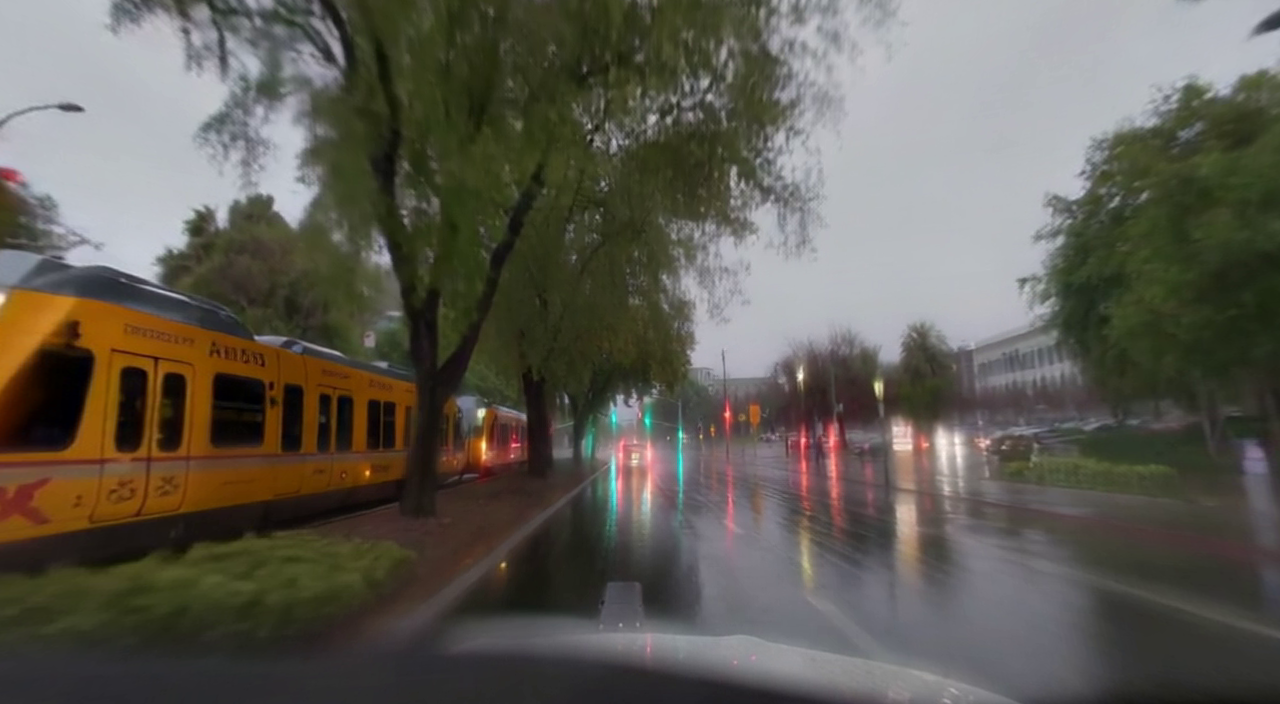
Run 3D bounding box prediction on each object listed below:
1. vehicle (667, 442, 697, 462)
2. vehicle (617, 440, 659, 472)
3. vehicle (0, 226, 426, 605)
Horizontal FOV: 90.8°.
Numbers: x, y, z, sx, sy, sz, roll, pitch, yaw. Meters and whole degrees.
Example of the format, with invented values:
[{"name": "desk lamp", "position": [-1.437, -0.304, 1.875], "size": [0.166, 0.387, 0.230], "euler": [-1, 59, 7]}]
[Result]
[{"name": "vehicle", "position": [3.090, 7.544, 47.722], "size": [1.944, 1.447, 4.392], "euler": [0, -8, 0]}, {"name": "vehicle", "position": [-0.098, 5.248, 32.139], "size": [2.002, 1.471, 4.337], "euler": [0, -8, 0]}, {"name": "vehicle", "position": [-7.779, 1.307, 11.876], "size": [2.897, 3.700, 13.528], "euler": [0, -7, 0]}]
